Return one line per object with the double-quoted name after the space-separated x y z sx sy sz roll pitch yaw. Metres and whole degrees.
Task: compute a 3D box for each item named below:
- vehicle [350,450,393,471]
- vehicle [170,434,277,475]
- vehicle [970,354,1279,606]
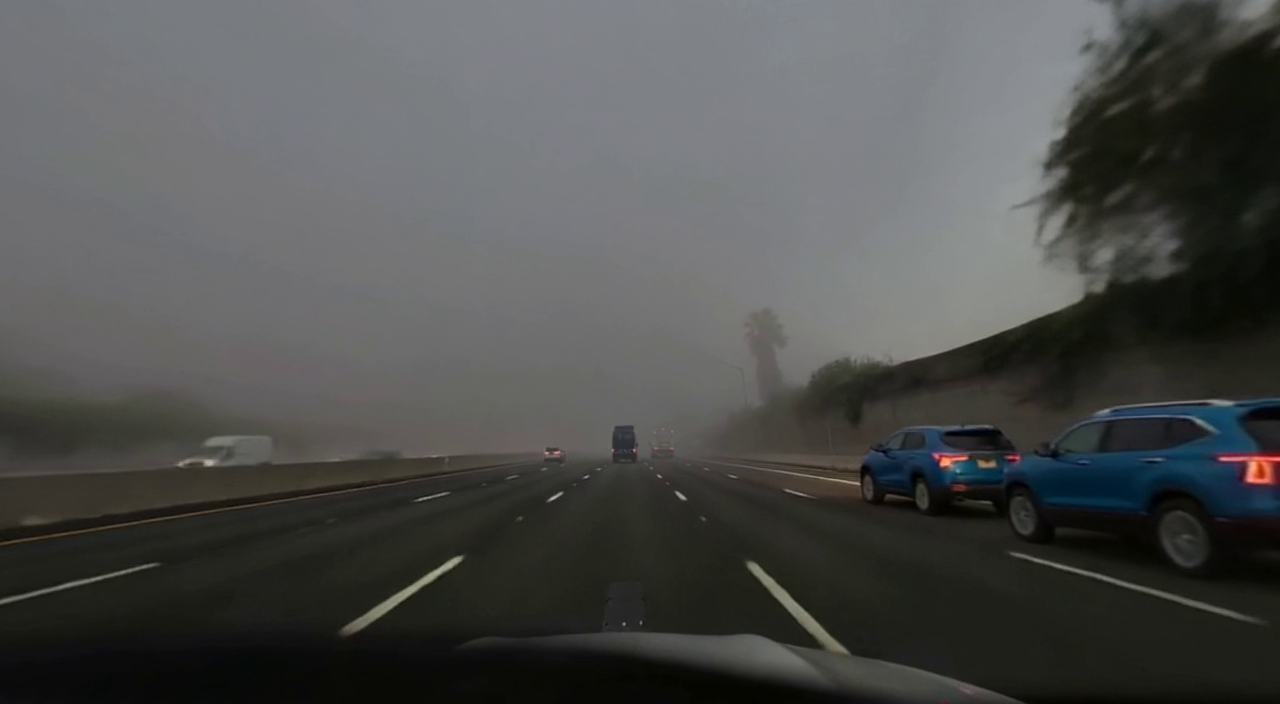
-18.668 7.526 43.960 1.523 1.372 3.385 0 -8 0 "vehicle"
-25.786 6.374 39.481 2.182 2.322 6.593 0 -8 0 "vehicle"
6.804 1.473 7.986 2.408 2.210 4.999 0 -8 -1 "vehicle"
